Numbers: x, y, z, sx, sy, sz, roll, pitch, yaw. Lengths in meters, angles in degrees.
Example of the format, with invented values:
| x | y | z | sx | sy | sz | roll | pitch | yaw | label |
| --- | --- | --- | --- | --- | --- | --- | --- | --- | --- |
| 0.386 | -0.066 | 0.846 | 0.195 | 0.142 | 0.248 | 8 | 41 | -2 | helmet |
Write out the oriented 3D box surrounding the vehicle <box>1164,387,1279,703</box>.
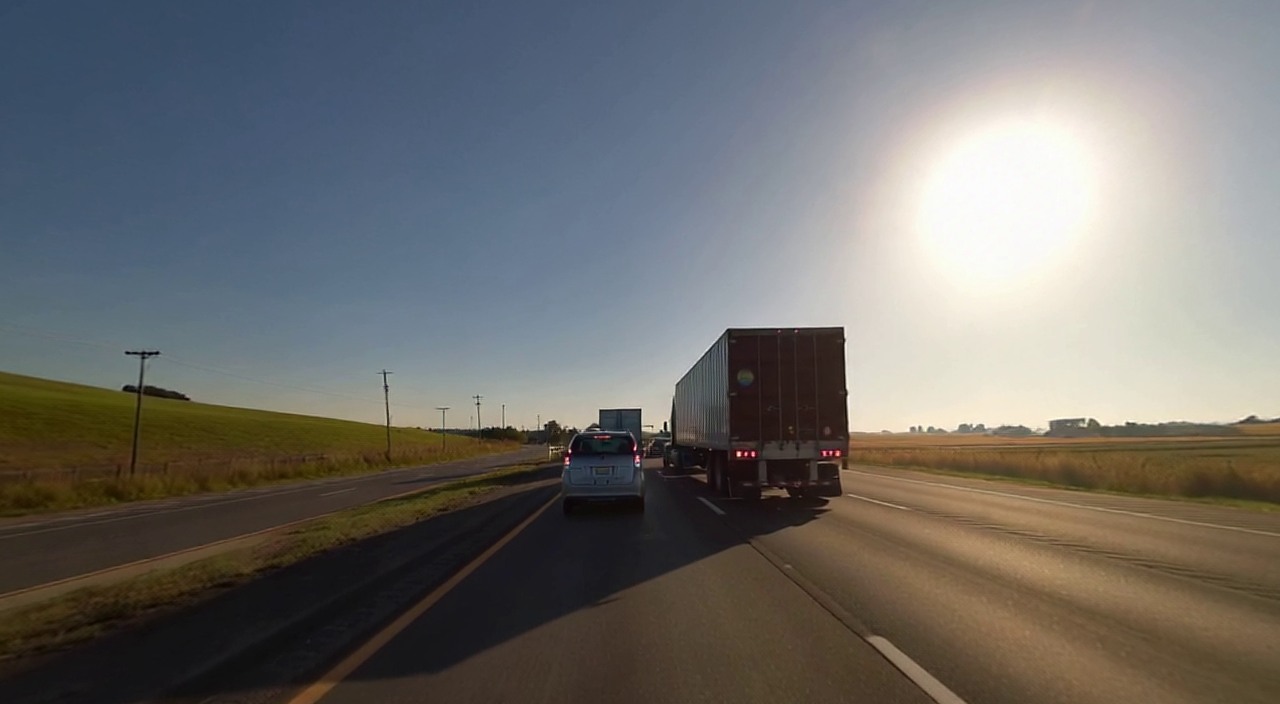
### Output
| x | y | z | sx | sy | sz | roll | pitch | yaw | label |
| --- | --- | --- | --- | --- | --- | --- | --- | --- | --- |
| 3.552 | 0.630 | 0.660 | 1.960 | 1.515 | 4.713 | 0 | -8 | 0 | vehicle |

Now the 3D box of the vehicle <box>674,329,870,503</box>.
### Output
| x | y | z | sx | sy | sz | roll | pitch | yaw | label |
| --- | --- | --- | --- | --- | --- | --- | --- | --- | --- |
| 3.656 | 2.733 | 23.800 | 3.591 | 4.290 | 16.696 | 0 | -8 | -1 | vehicle |

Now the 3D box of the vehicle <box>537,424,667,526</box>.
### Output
| x | y | z | sx | sy | sz | roll | pitch | yaw | label |
| --- | --- | --- | --- | --- | --- | --- | --- | --- | --- |
| -0.600 | 2.209 | 11.825 | 2.009 | 1.554 | 4.013 | 0 | -8 | 0 | vehicle |
